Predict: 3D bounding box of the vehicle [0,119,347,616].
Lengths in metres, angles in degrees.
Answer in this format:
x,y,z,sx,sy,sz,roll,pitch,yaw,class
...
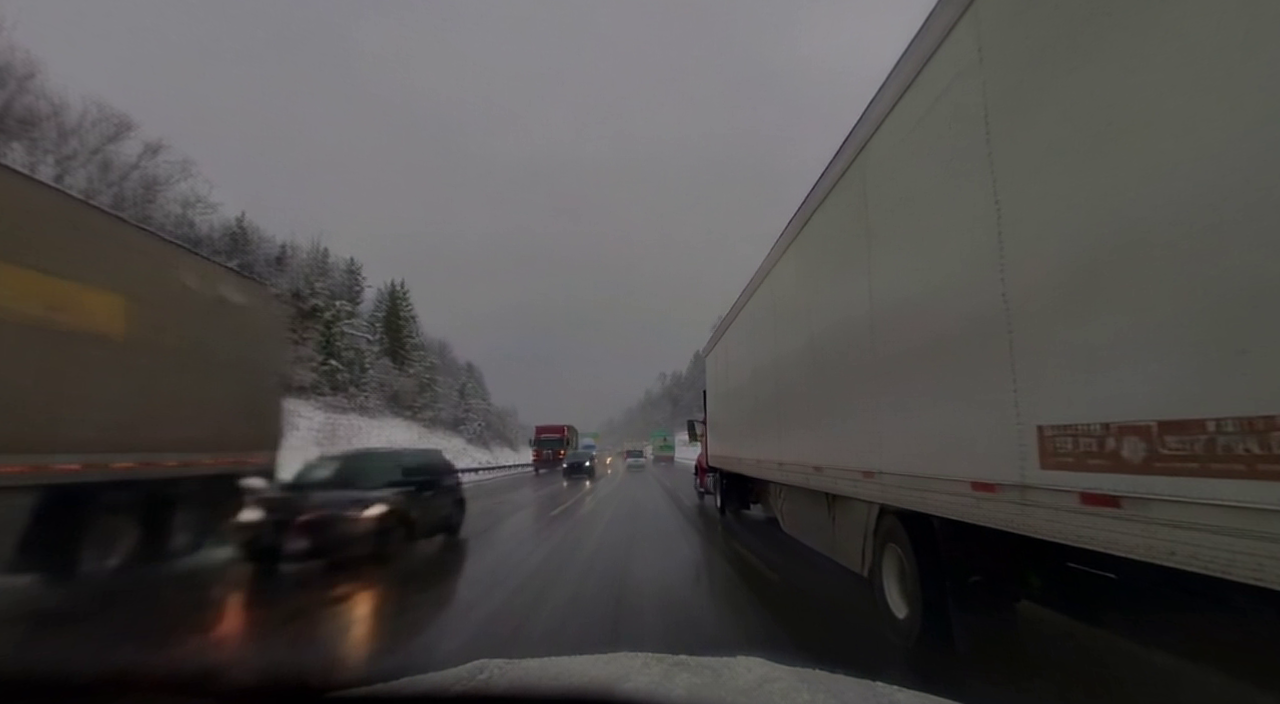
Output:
x,y,z,sx,sy,sz,roll,pitch,yaw,class
-6.778,-0.040,4.159,2.876,4.095,13.941,0,-9,1,vehicle

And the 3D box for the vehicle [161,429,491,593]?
x,y,z,sx,sy,sz,roll,pitch,yaw,class
-3.619,1.907,8.481,2.088,1.589,4.464,0,-9,0,vehicle

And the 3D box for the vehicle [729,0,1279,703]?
x,y,z,sx,sy,sz,roll,pitch,yaw,class
3.344,0.285,5.993,2.845,4.071,14.008,0,-9,0,vehicle

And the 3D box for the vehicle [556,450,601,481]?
x,y,z,sx,sy,sz,roll,pitch,yaw,class
-3.234,6.048,33.829,1.949,1.555,3.888,0,-9,1,vehicle

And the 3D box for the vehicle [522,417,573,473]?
x,y,z,sx,sy,sz,roll,pitch,yaw,class
-6.897,7.093,47.978,2.910,3.989,5.837,0,-9,0,vehicle
